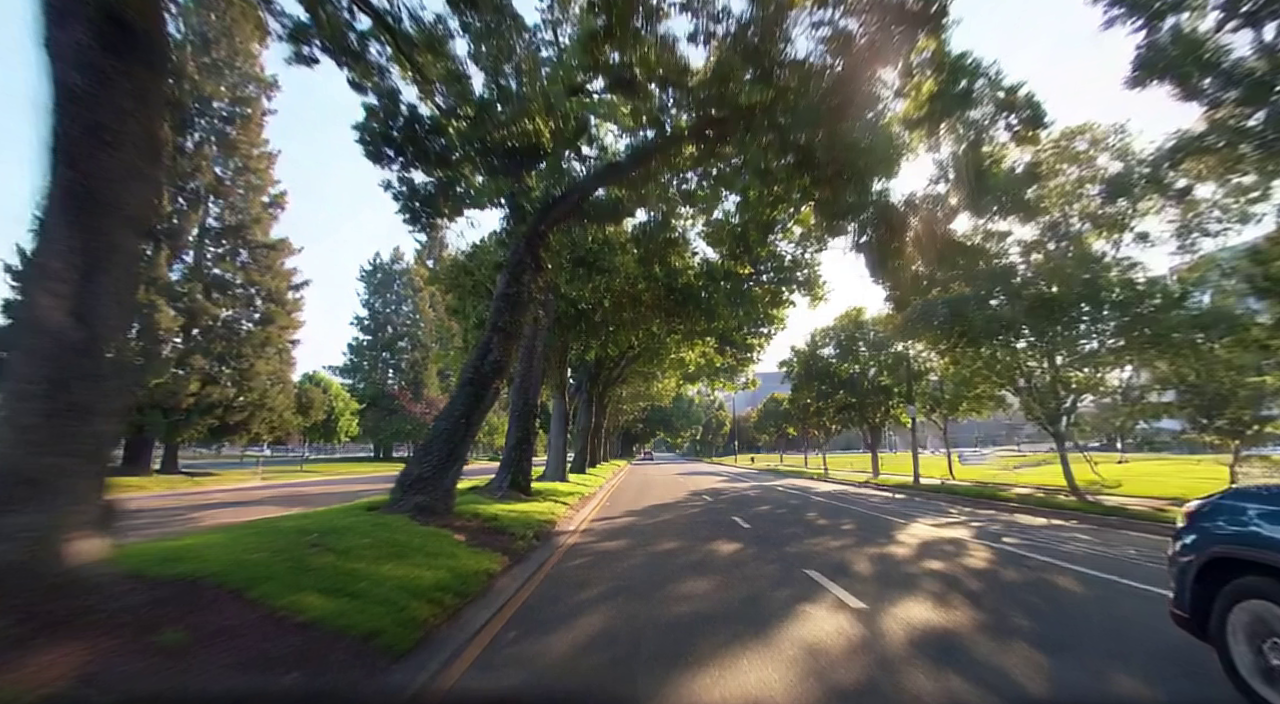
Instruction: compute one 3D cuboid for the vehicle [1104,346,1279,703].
[{"bbox_3d":[3.726,0.627,1.038,2.087,1.759,5.040,0,-8,1],"label":"vehicle"}]
